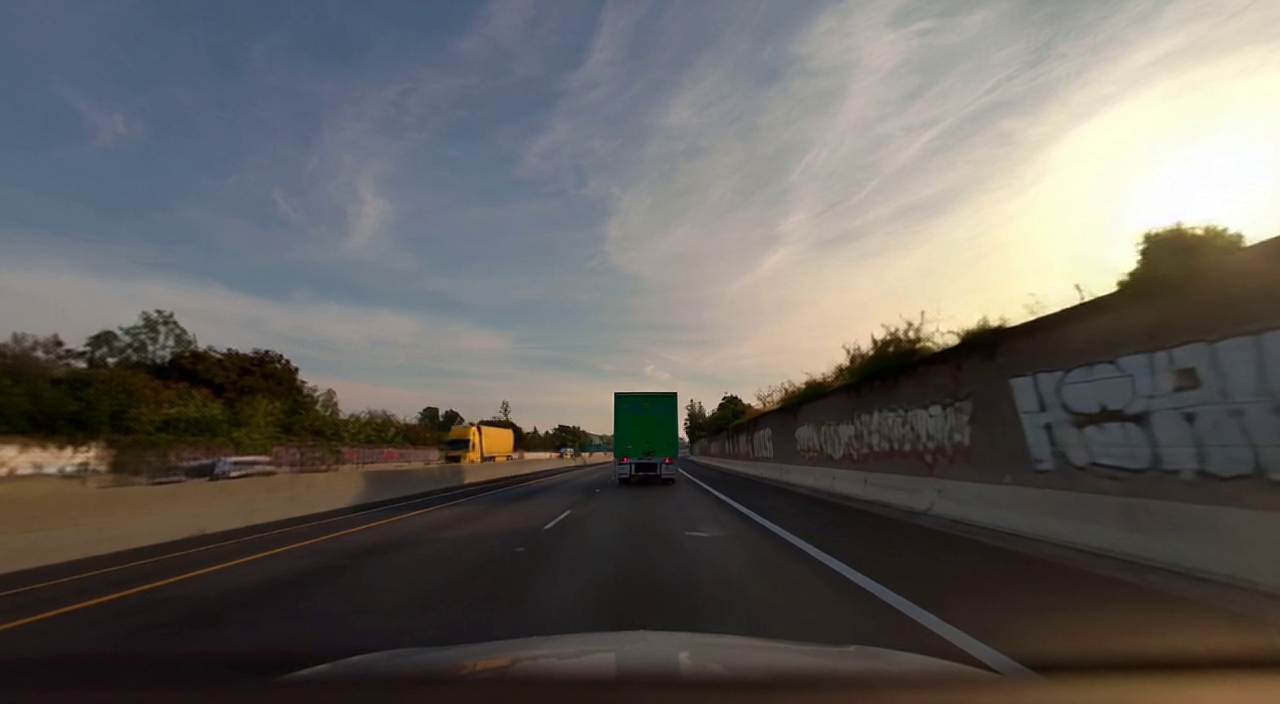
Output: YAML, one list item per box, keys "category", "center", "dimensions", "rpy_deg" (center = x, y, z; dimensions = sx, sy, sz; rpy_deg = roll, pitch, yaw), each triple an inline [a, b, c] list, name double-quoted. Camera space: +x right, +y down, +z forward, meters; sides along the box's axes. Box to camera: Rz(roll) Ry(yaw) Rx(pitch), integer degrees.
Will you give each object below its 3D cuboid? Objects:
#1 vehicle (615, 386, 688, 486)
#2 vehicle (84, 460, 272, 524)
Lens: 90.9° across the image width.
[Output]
- category: "vehicle"
  center: [0.362, 4.119, 30.088]
  dimensions: [2.900, 3.955, 10.151]
  rpy_deg: [0, -9, -1]
- category: "vehicle"
  center: [-12.085, 3.639, 16.915]
  dimensions: [1.795, 1.426, 4.297]
  rpy_deg: [0, -9, -1]
